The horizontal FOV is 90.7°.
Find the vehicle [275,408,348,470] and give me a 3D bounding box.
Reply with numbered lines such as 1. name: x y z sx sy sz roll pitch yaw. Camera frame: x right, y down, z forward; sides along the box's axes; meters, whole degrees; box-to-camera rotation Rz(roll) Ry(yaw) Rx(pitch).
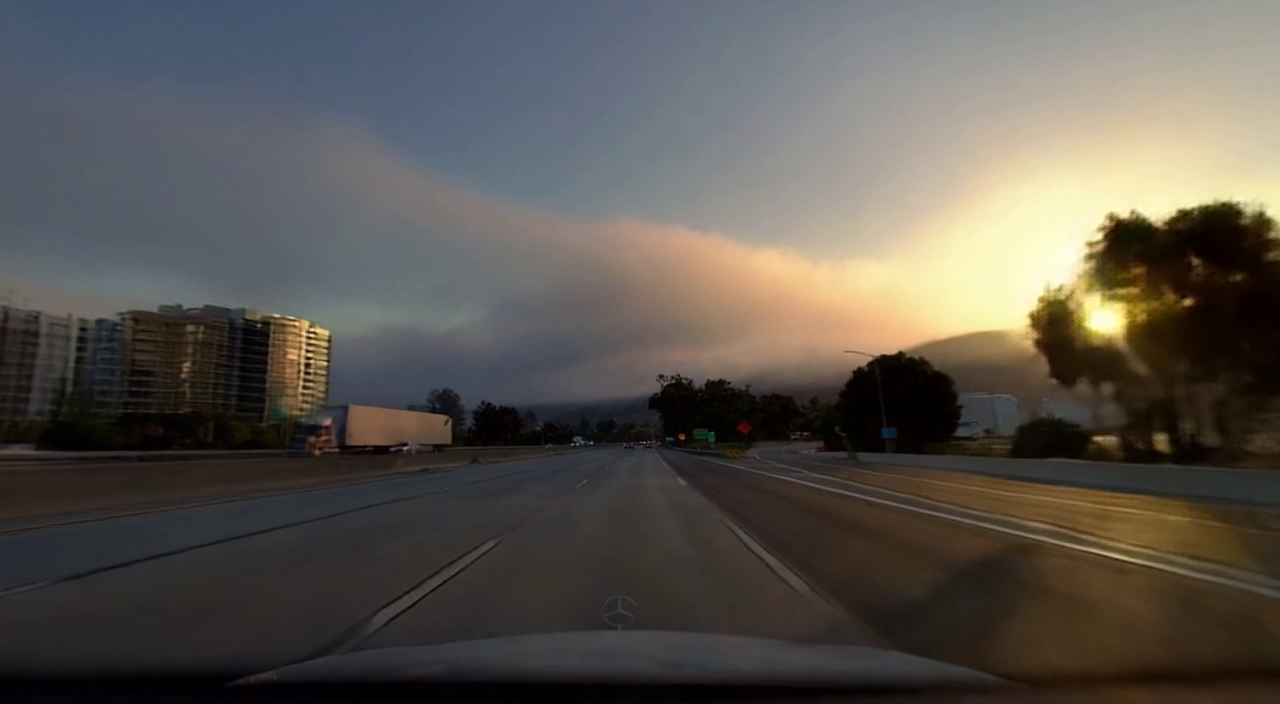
1. vehicle: -19.710 5.262 38.159 2.714 3.543 2.793 0 -9 0
